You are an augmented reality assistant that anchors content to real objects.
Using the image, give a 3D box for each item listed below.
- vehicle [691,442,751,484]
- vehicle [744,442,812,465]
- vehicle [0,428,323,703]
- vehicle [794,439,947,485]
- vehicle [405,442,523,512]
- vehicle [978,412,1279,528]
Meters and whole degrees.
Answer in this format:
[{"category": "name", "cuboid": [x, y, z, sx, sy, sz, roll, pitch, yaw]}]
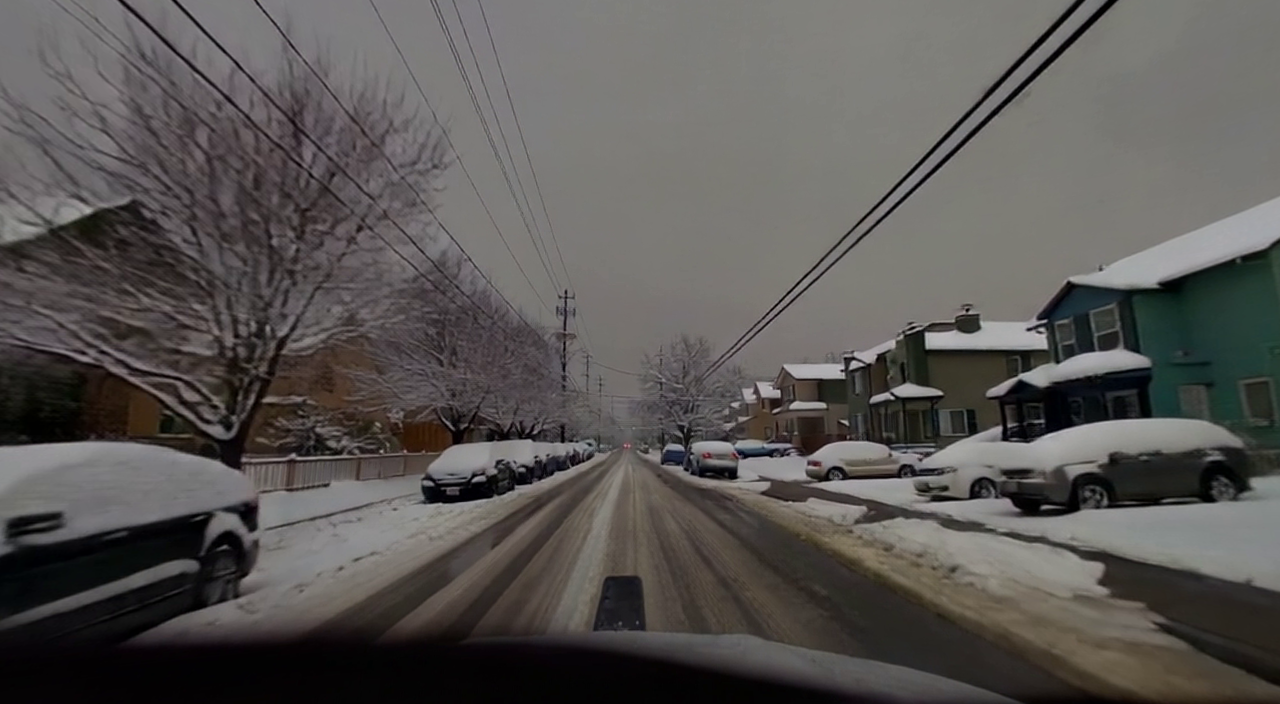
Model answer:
[{"category": "vehicle", "cuboid": [3.228, 4.515, 25.938, 1.916, 1.587, 3.986, 0, -9, 0]}, {"category": "vehicle", "cuboid": [9.305, 6.893, 42.835, 4.148, 1.516, 1.976, 0, -8, -2]}, {"category": "vehicle", "cuboid": [-4.049, 1.196, 3.645, 1.925, 1.463, 4.700, 0, -9, 1]}, {"category": "vehicle", "cuboid": [7.739, 3.736, 21.597, 4.480, 1.497, 1.884, 0, -9, 1]}, {"category": "vehicle", "cuboid": [-4.212, 3.024, 15.857, 1.745, 1.490, 4.304, 0, -9, 0]}, {"category": "vehicle", "cuboid": [8.838, 2.047, 11.252, 4.512, 1.841, 1.912, 0, -9, -4]}]
